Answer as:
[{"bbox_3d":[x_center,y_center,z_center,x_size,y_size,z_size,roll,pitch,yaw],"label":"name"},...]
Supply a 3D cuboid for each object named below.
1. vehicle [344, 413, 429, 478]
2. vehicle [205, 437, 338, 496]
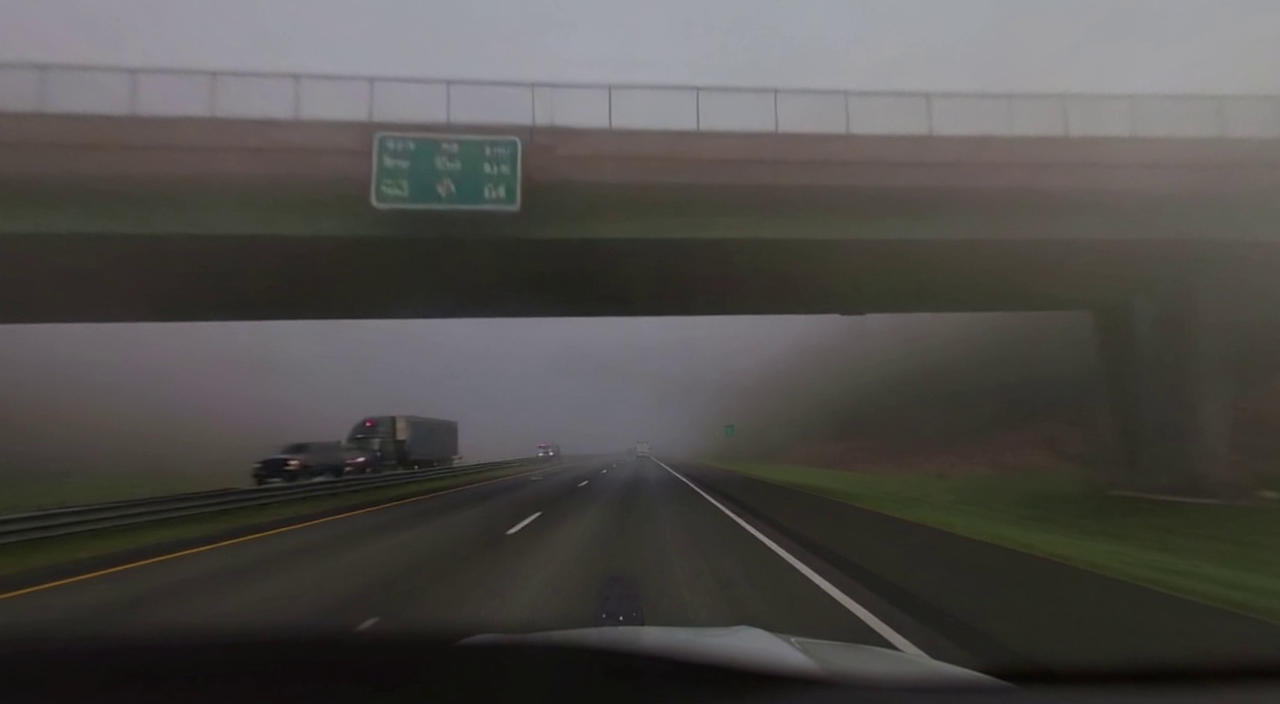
[{"bbox_3d":[-16.710,6.245,42.174,3.154,3.952,6.140,0,-9,-2],"label":"vehicle"},{"bbox_3d":[-13.720,4.285,23.903,2.254,1.979,4.563,0,-9,0],"label":"vehicle"}]
